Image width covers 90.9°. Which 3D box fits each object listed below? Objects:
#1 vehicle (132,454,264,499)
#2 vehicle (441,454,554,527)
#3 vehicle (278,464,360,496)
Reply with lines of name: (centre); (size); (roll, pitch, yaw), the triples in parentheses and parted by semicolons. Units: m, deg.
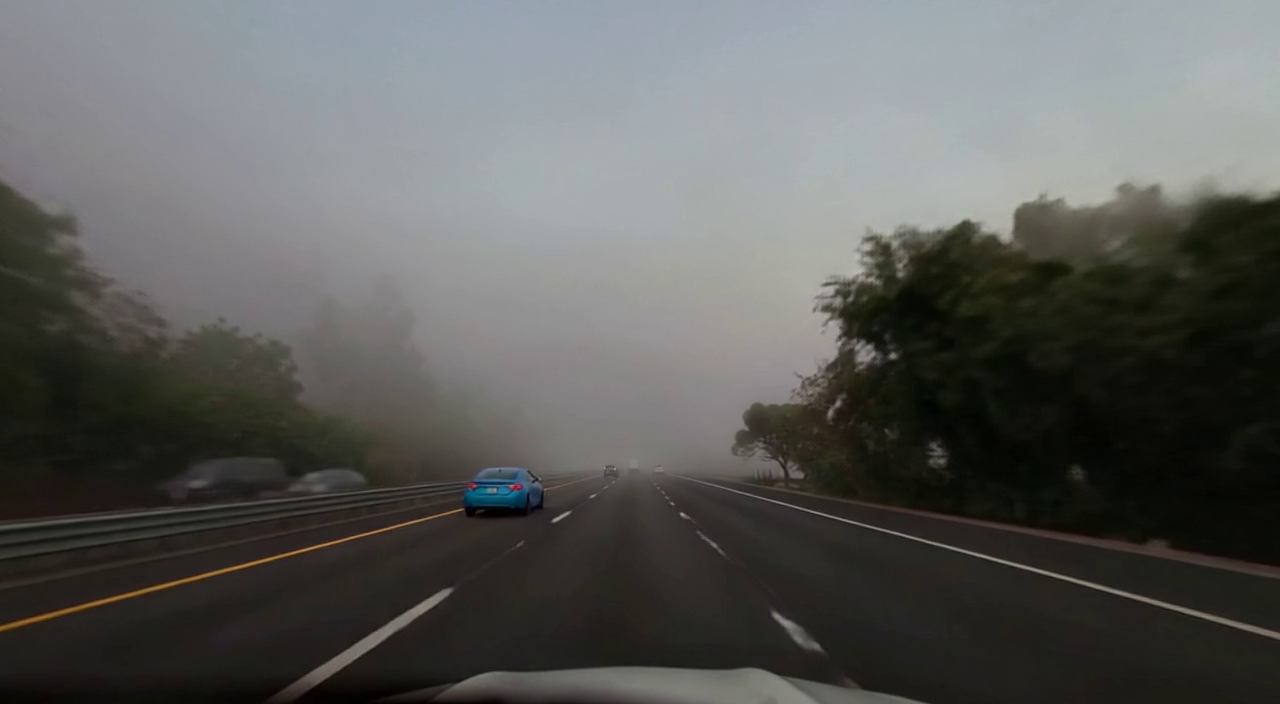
vehicle: (-19.659, 5.559, 28.392); (2.064, 1.805, 5.152); (0, -10, 1)
vehicle: (-3.386, 3.393, 15.794); (1.797, 1.532, 4.072); (1, -10, 1)
vehicle: (-15.579, 6.218, 30.834); (1.829, 1.429, 4.079); (1, -10, -1)
